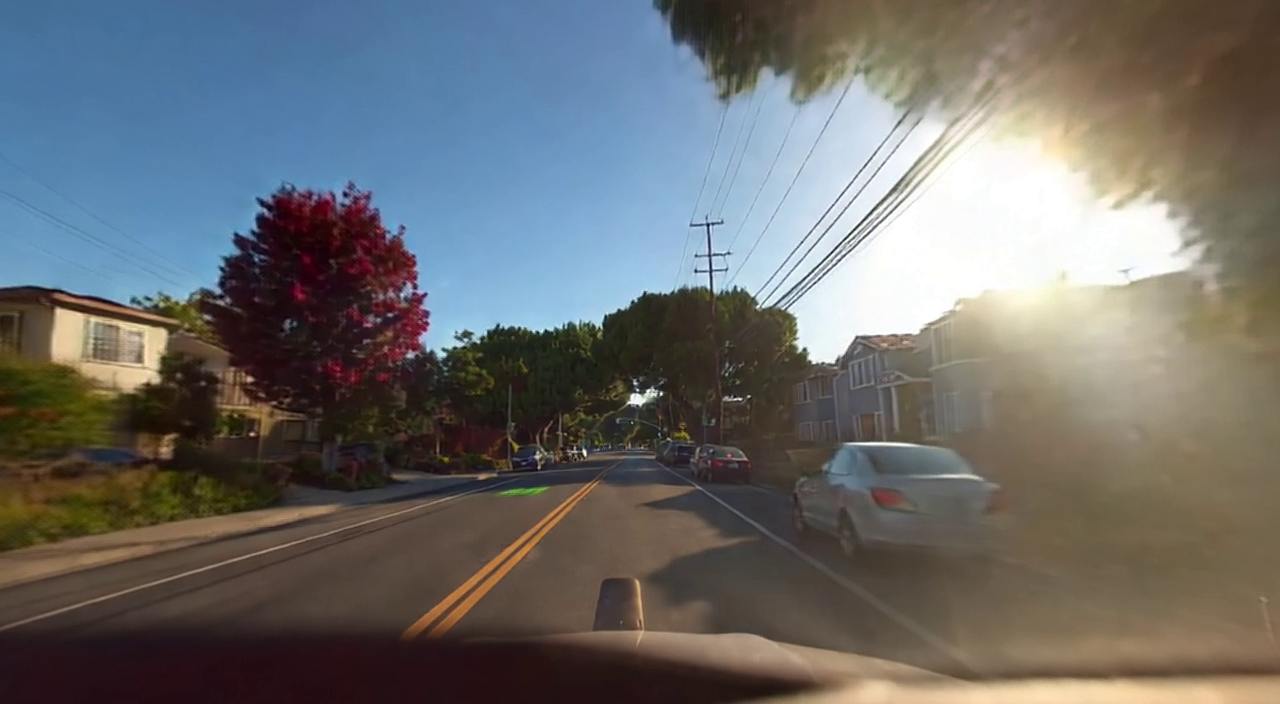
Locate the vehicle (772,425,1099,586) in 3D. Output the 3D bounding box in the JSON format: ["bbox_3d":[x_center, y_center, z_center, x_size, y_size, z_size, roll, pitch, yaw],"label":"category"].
[{"bbox_3d":[3.425,1.864,8.698,2.024,1.554,4.867,0,-8,-2],"label":"vehicle"}]

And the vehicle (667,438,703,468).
[{"bbox_3d":[3.074,7.026,44.302,2.065,1.953,5.359,0,-8,-1],"label":"vehicle"}]

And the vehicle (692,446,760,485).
[{"bbox_3d":[3.275,4.408,24.877,1.967,1.382,4.361,0,-8,-1],"label":"vehicle"}]

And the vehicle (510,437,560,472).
[{"bbox_3d":[-6.825,6.685,41.592,2.451,2.099,5.112,-1,-8,0],"label":"vehicle"}]
